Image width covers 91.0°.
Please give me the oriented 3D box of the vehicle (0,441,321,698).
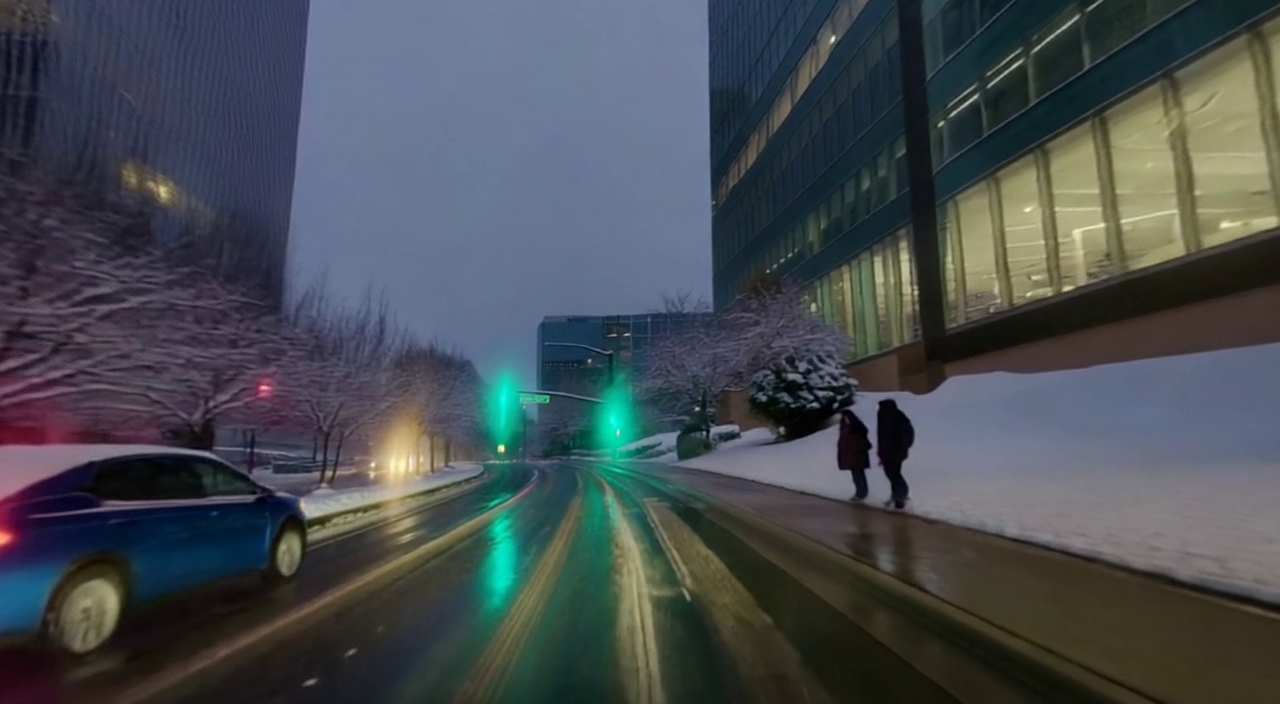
[{"bbox_3d":[-4.769,1.474,5.067,2.045,1.479,4.616,0,-9,-1],"label":"vehicle"}]
